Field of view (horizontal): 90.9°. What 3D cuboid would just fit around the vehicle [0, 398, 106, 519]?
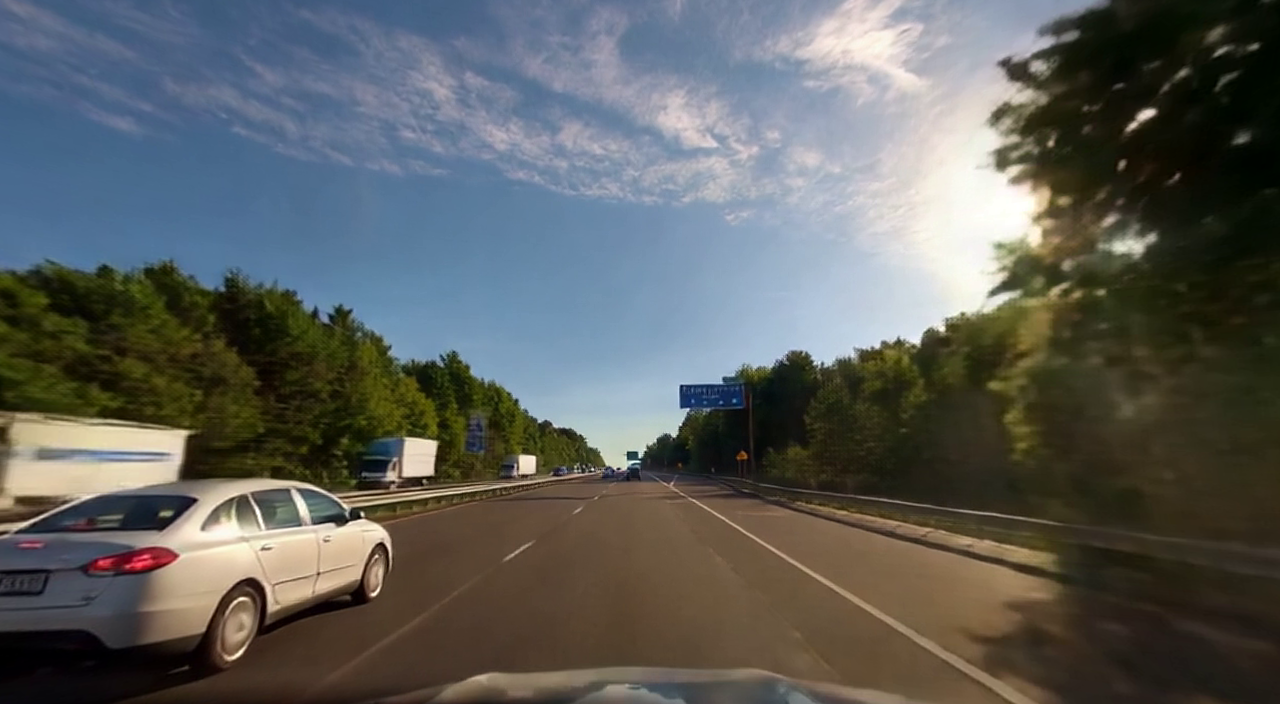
[{"bbox_3d":[-17.137,2.434,14.530,2.842,2.917,7.530,0,-11,1],"label":"vehicle"}]

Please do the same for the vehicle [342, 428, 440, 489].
[{"bbox_3d":[-17.203,7.582,44.515,3.012,3.794,9.302,1,-11,0],"label":"vehicle"}]
